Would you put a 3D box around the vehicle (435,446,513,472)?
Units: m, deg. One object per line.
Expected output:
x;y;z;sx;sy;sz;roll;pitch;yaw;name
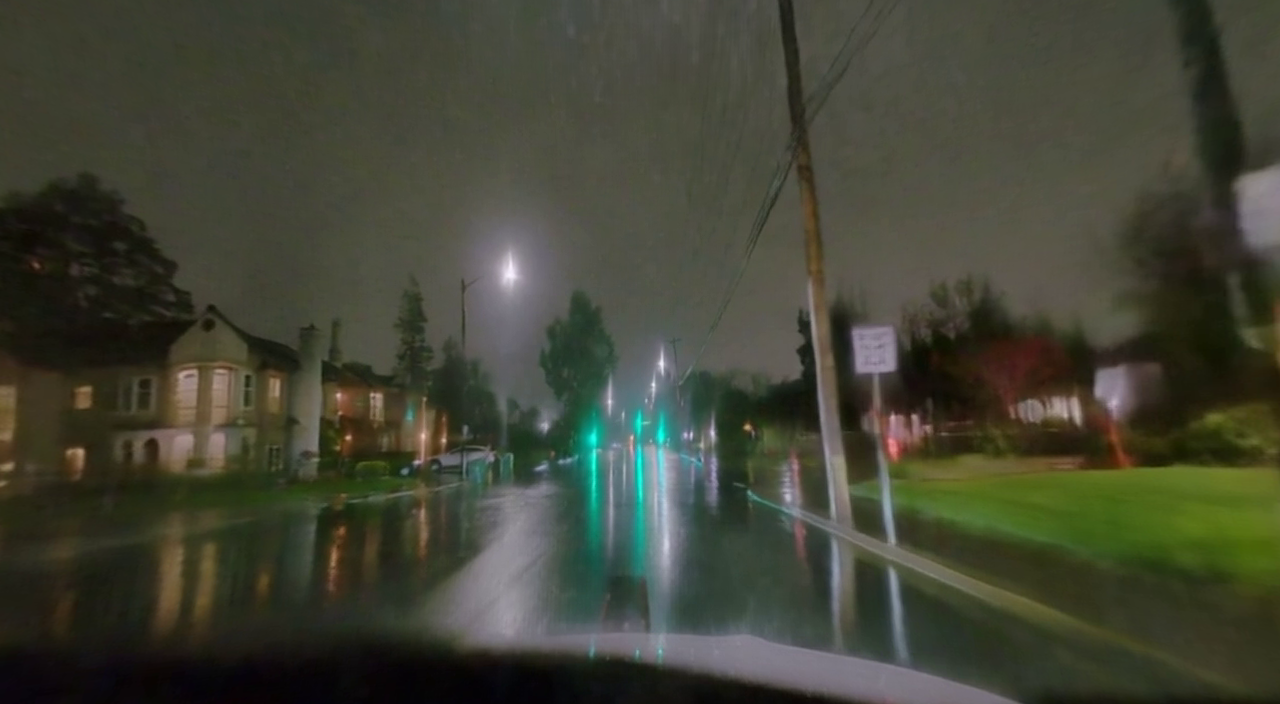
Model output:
-10.113;6.466;38.404;4.293;1.484;1.981;3;-9;-22;vehicle
